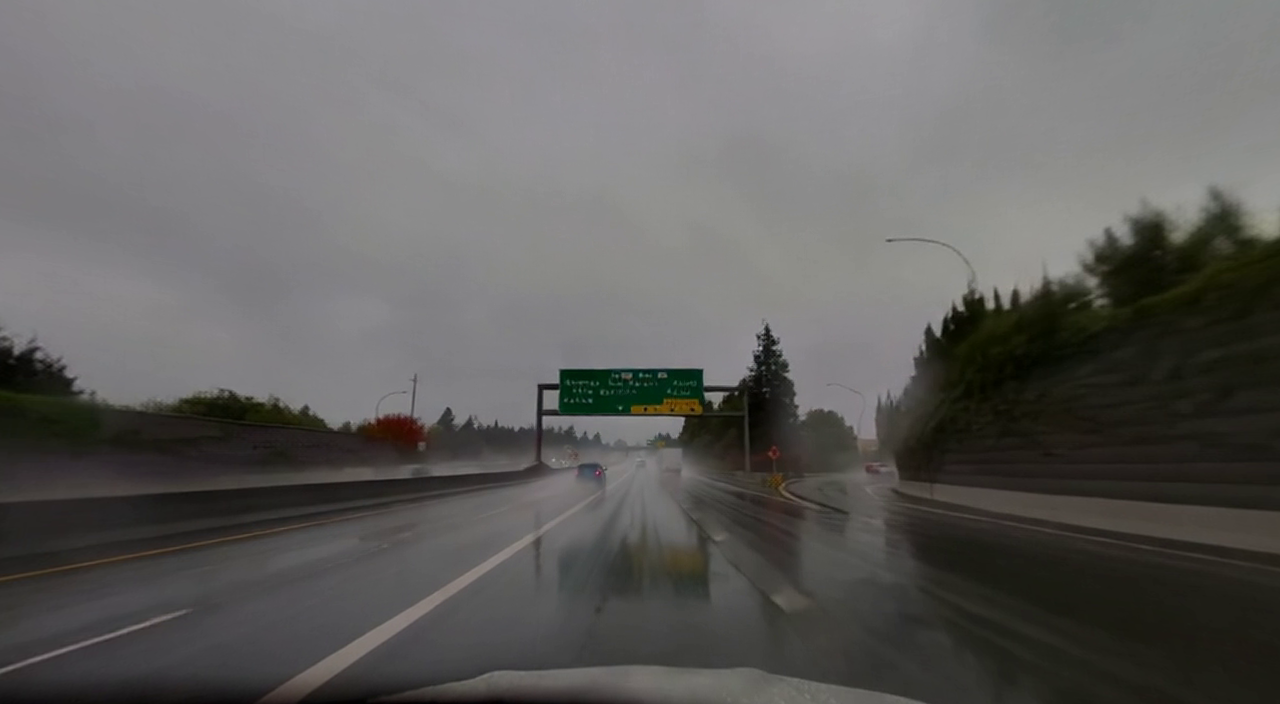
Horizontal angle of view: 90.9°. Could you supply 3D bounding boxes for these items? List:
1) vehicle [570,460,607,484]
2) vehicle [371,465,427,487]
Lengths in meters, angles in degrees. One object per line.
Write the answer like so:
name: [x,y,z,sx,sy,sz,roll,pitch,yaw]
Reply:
vehicle: [-3.422,8.129,42.703,2.045,1.487,4.582,1,-10,1]
vehicle: [-15.375,7.955,40.455,1.775,1.279,4.511,1,-10,1]
